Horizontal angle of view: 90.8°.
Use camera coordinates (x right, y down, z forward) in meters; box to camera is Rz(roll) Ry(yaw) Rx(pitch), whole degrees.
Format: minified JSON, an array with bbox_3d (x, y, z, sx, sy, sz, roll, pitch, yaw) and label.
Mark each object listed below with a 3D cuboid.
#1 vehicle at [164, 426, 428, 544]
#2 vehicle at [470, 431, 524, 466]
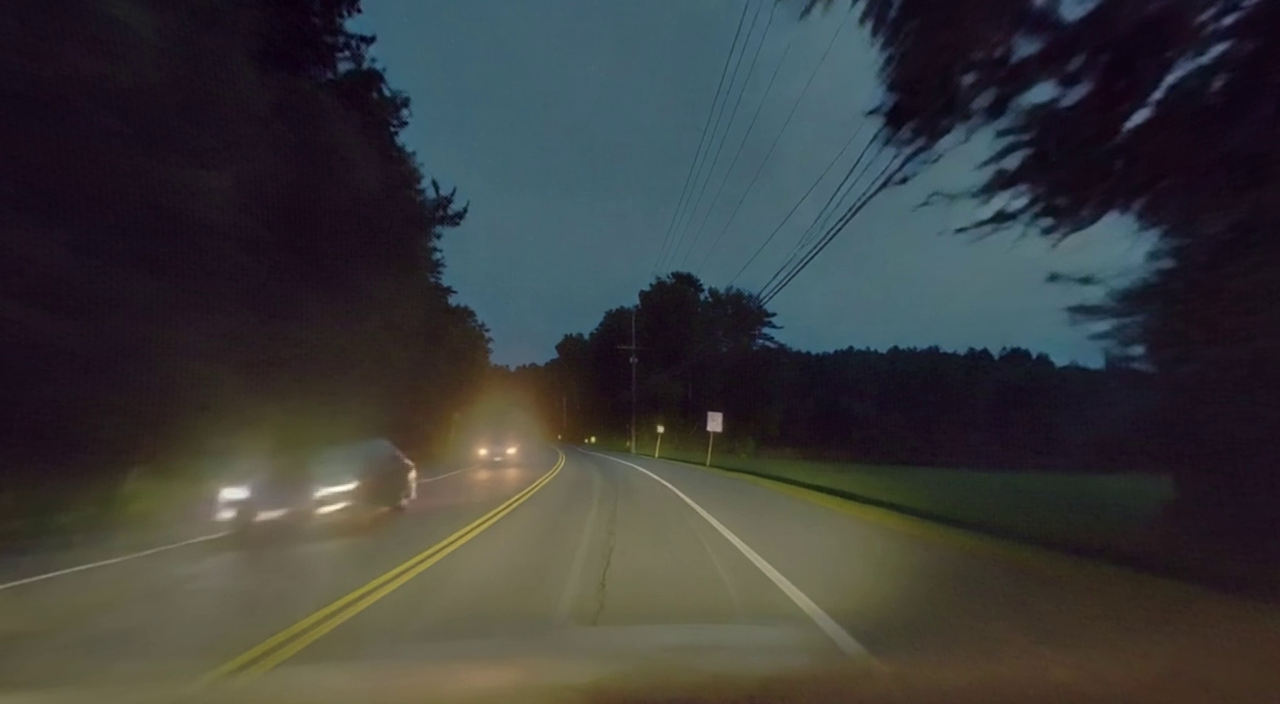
[{"bbox_3d":[-5.146,2.020,10.338,1.965,1.486,4.385,1,-8,-2],"label":"vehicle"},{"bbox_3d":[-6.875,4.714,30.881,1.943,1.556,4.311,1,-8,-4],"label":"vehicle"}]
